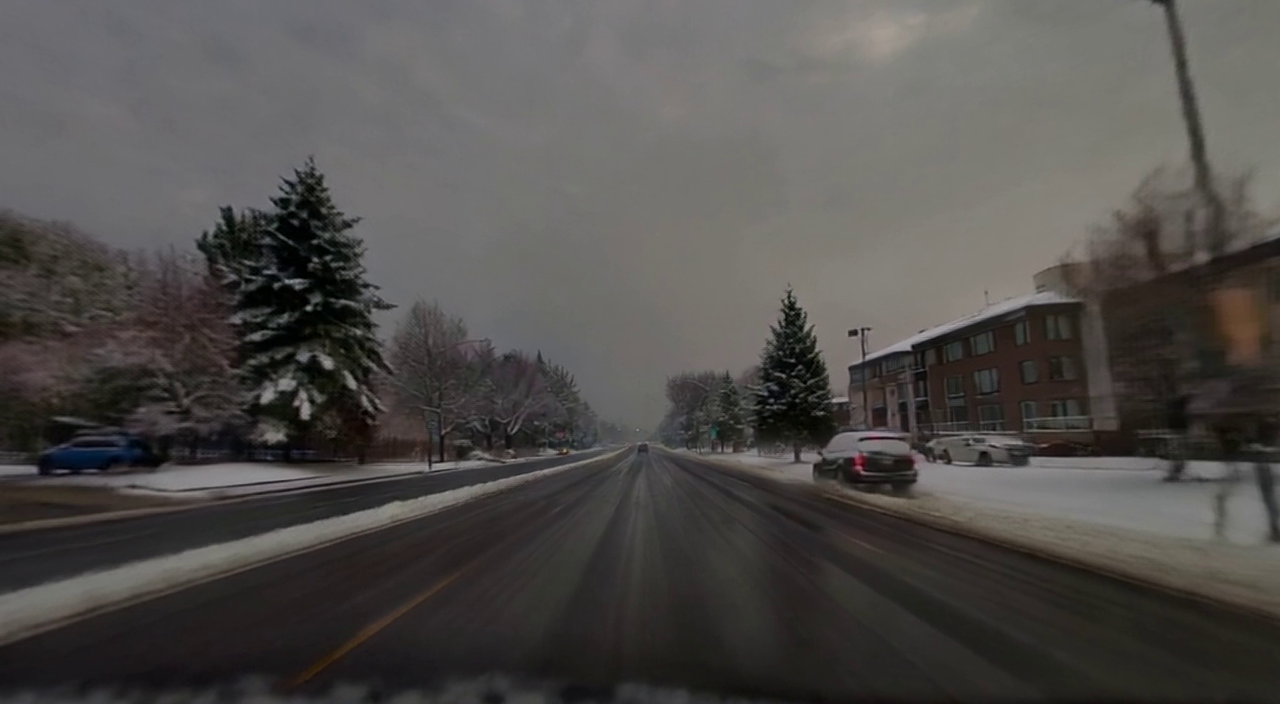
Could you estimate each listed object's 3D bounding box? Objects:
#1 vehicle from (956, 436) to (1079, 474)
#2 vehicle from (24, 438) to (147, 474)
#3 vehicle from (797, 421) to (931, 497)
[{"bbox_3d":[17.391,4.764,29.066,4.421,1.535,1.869,-2,-7,2],"label":"vehicle"},{"bbox_3d":[-26.393,4.962,29.988,4.048,1.601,1.845,0,-8,-2],"label":"vehicle"},{"bbox_3d":[7.062,3.465,20.643,2.365,2.138,5.499,0,-8,0],"label":"vehicle"}]
